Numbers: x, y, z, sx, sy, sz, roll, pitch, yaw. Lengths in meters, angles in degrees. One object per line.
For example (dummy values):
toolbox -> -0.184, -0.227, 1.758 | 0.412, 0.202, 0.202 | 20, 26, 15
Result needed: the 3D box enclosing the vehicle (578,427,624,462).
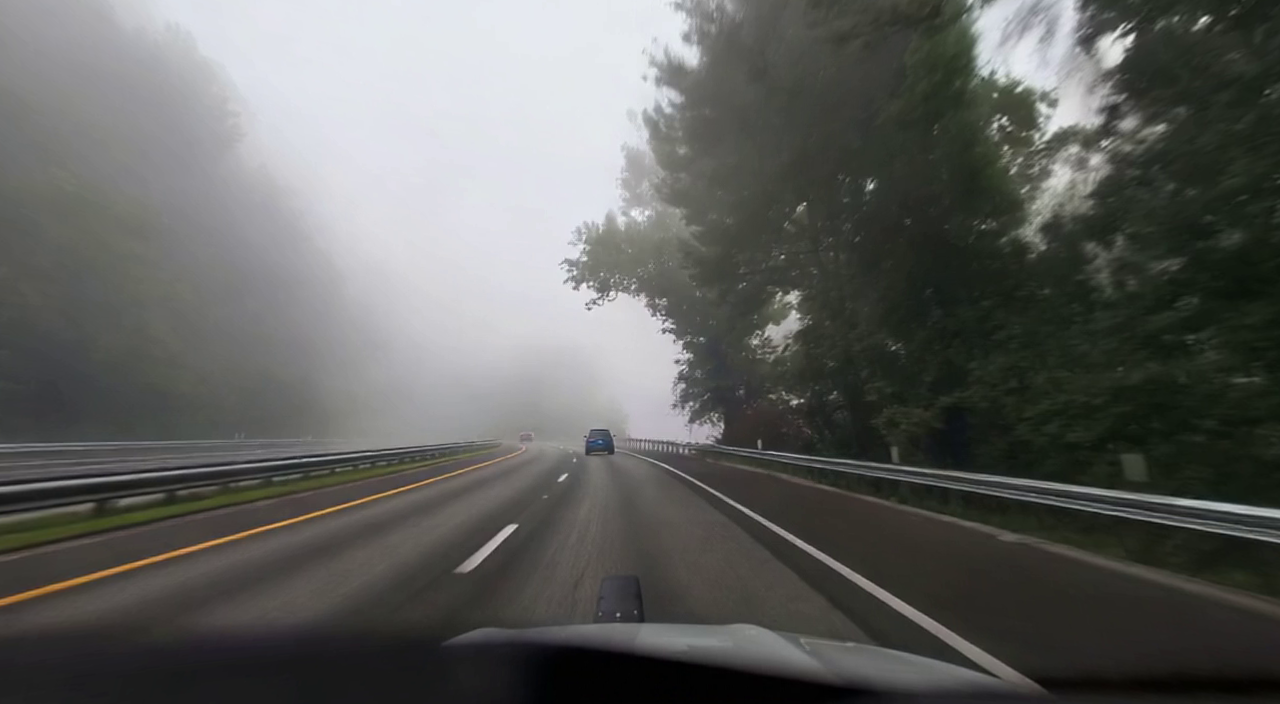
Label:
vehicle -> -2.253, 5.231, 35.955 | 2.452, 1.857, 4.022 | 1, -8, -5
